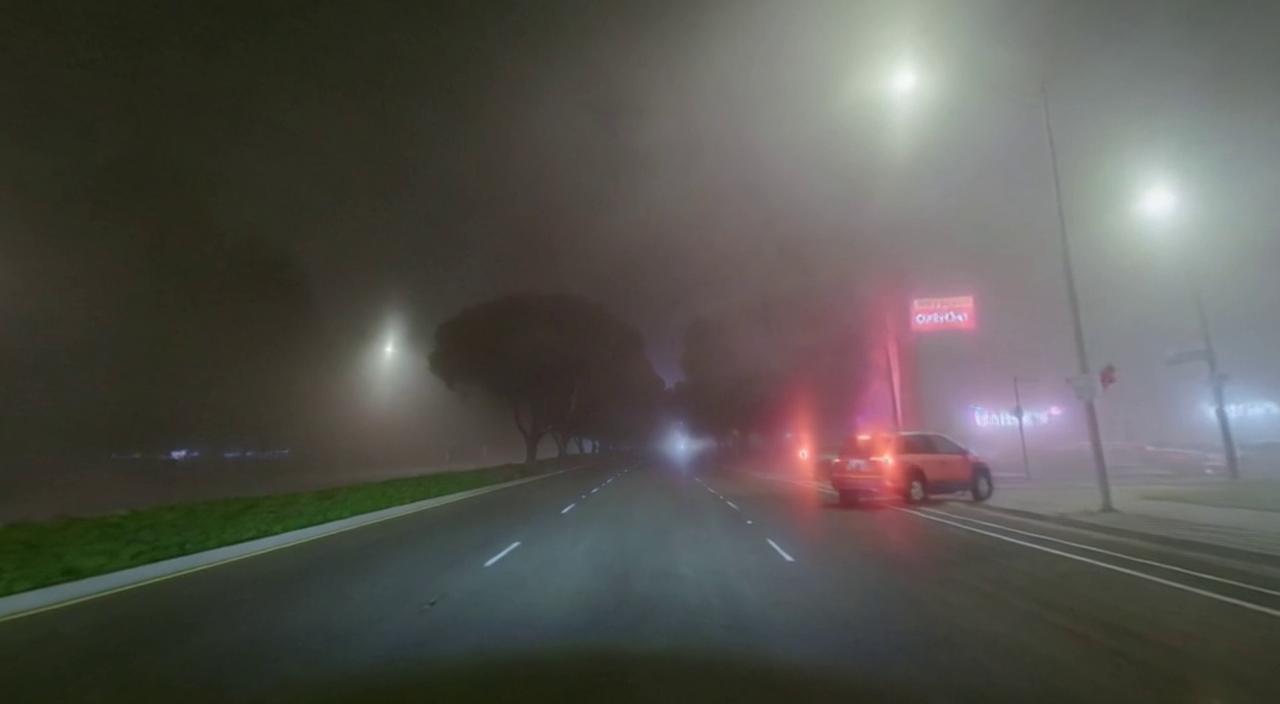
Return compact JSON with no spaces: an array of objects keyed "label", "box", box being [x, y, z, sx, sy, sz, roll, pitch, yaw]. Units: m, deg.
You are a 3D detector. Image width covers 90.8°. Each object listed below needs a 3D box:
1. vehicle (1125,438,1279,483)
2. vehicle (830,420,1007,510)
[{"label":"vehicle","box":[19.907,3.709,21.710,4.698,1.465,1.914,-1,-9,6]},{"label":"vehicle","box":[7.560,2.935,16.886,5.157,1.991,2.477,8,-12,-44]}]
